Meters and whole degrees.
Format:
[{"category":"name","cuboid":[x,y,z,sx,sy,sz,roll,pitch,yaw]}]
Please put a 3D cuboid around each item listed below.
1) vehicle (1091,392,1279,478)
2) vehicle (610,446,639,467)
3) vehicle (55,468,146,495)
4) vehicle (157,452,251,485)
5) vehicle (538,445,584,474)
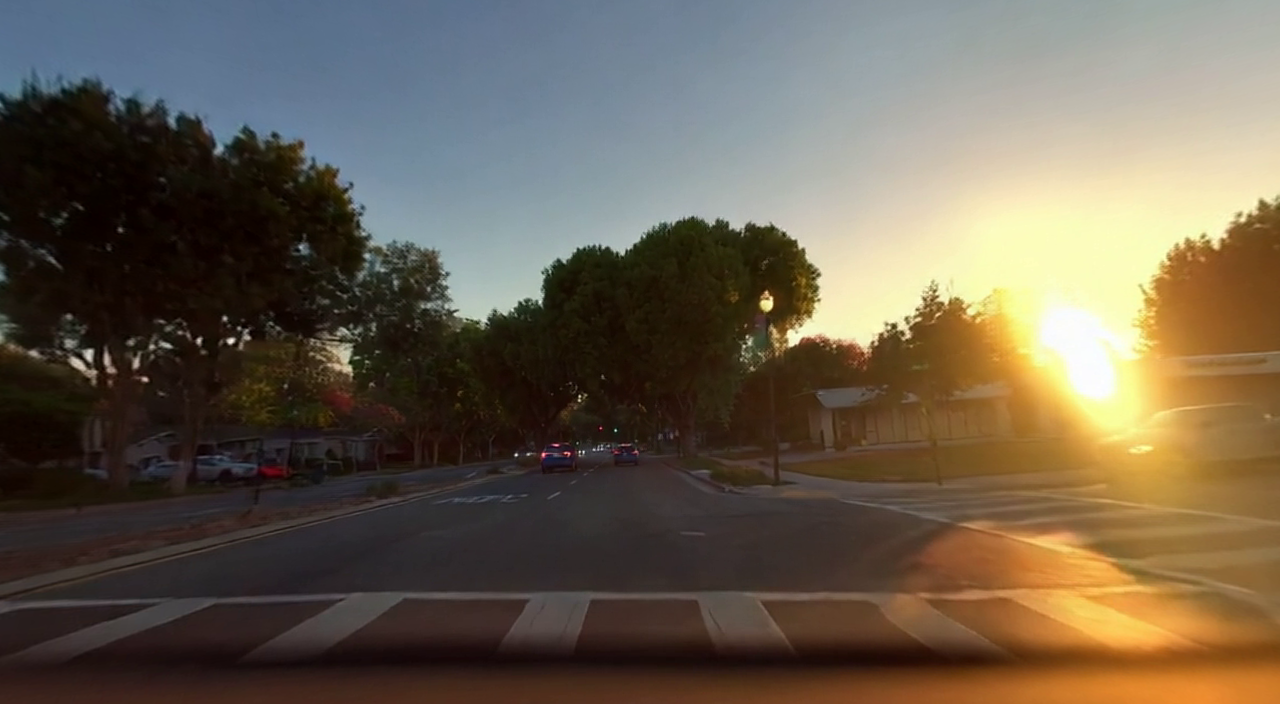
[{"category":"vehicle","cuboid":[15.114,2.118,16.063,5.230,2.007,2.410,0,-8,1]},{"category":"vehicle","cuboid":[-1.178,8.088,48.915,2.187,1.478,4.138,0,-8,-1]},{"category":"vehicle","cuboid":[-38.165,9.170,44.620,4.495,1.504,2.023,-3,-9,-5]},{"category":"vehicle","cuboid":[-30.866,8.269,44.691,4.865,2.217,2.192,0,-8,-3]},{"category":"vehicle","cuboid":[-4.277,5.902,34.744,2.083,1.460,4.527,0,-8,-1]}]
